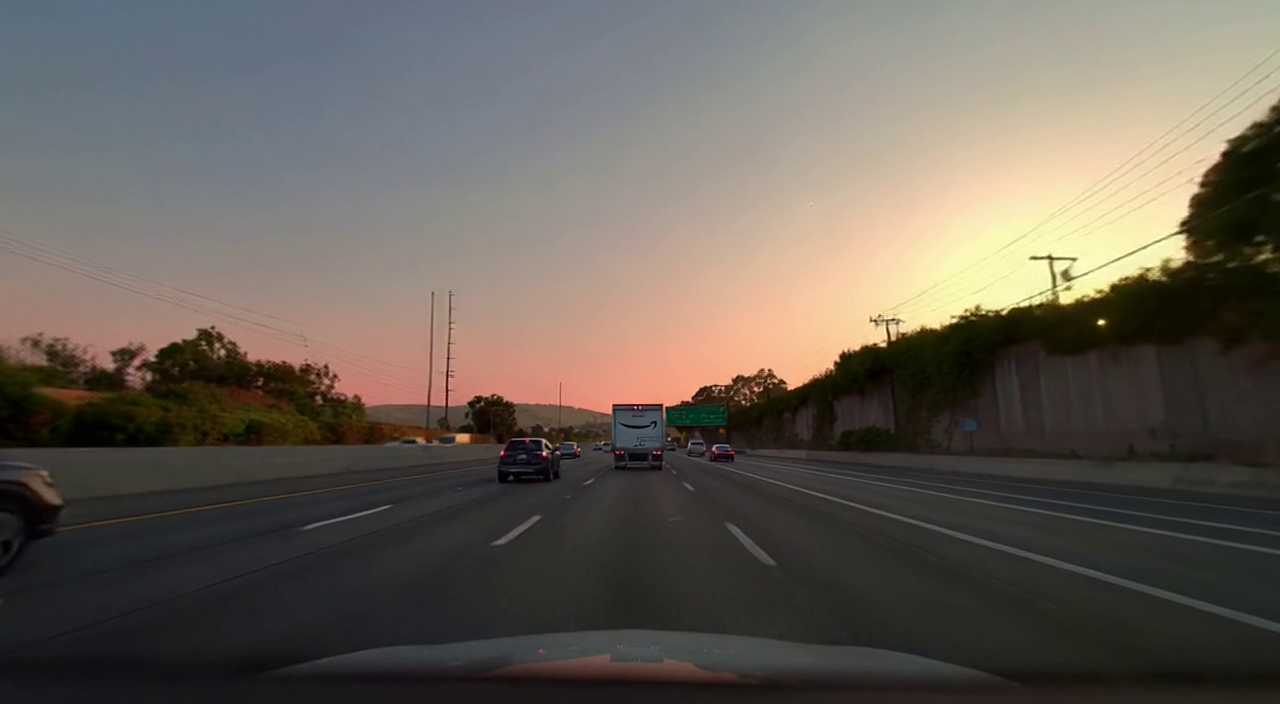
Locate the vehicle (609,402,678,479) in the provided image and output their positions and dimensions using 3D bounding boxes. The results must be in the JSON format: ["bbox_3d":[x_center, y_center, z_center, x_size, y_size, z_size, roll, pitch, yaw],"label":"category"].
[{"bbox_3d":[0.129,3.603,25.449,2.456,2.705,6.251,0,-9,0],"label":"vehicle"}]

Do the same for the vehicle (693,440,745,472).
[{"bbox_3d":[4.017,5.369,32.672,1.970,1.499,4.491,1,-9,-2],"label":"vehicle"}]

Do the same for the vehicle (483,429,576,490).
[{"bbox_3d":[-3.311,3.334,19.772,2.095,1.688,4.188,0,-9,0],"label":"vehicle"}]

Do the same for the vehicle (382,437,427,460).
[{"bbox_3d":[-15.798,6.482,42.417,1.579,1.453,3.576,0,-8,2],"label":"vehicle"}]
